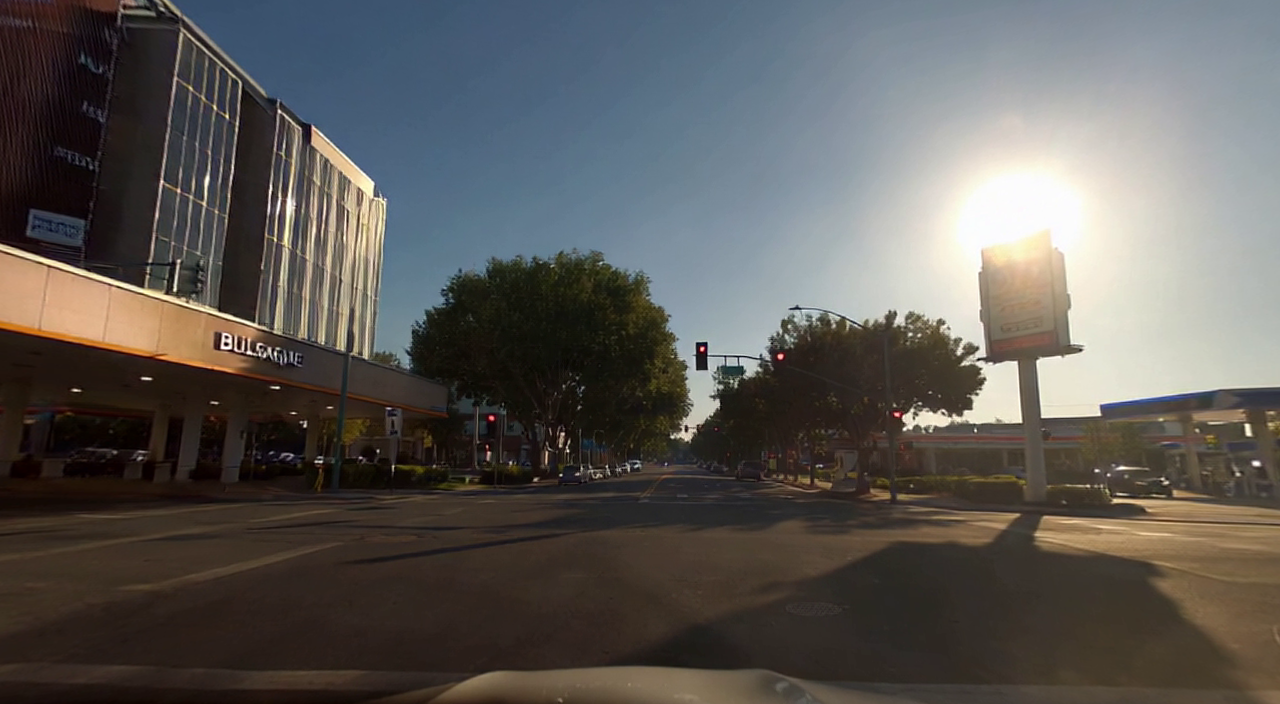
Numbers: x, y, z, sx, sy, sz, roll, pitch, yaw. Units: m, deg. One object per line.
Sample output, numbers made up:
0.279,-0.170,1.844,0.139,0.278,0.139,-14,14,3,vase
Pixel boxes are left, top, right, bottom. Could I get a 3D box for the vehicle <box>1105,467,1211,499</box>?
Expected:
28.010,7.073,34.309,1.897,1.466,4.211,1,-8,-6,vehicle
